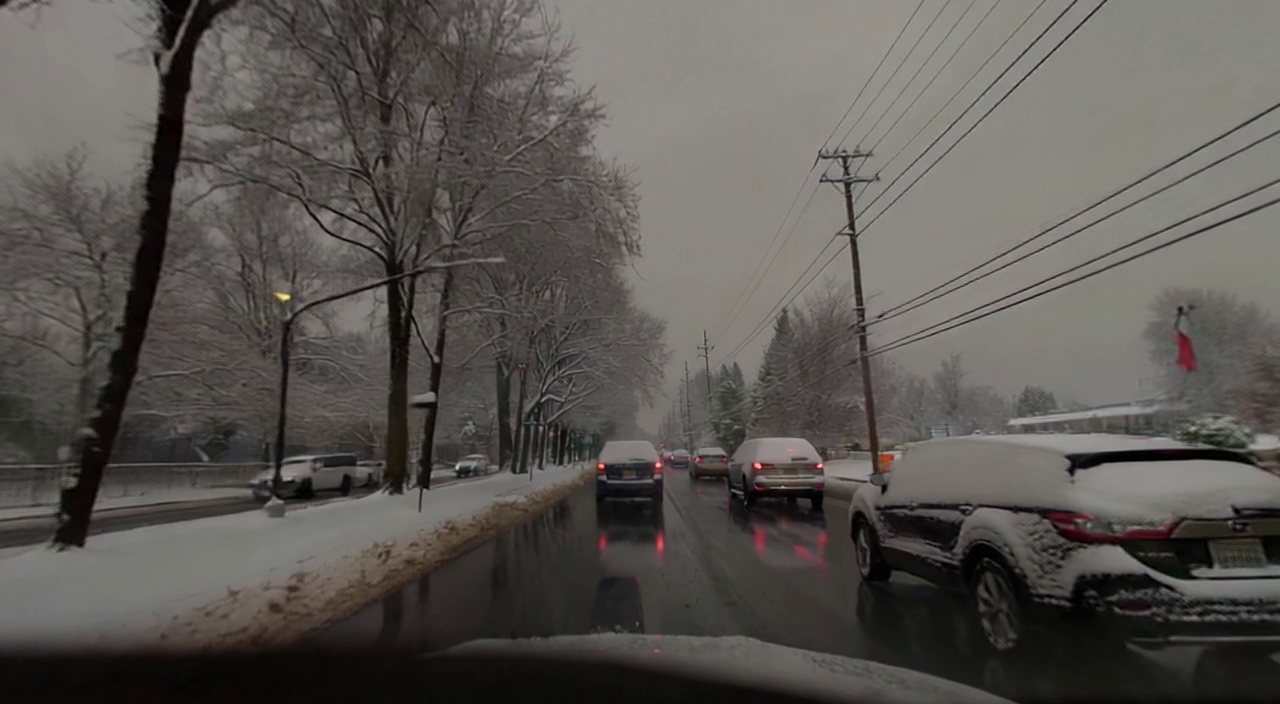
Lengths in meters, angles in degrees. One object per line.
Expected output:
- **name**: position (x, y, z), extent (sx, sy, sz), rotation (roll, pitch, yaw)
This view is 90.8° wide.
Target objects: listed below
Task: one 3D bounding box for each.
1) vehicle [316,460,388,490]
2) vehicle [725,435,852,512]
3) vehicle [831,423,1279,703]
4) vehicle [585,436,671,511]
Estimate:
- **vehicle**: position (-16.306, 6.996, 36.097), extent (1.973, 1.457, 4.564), rotation (-1, -8, 0)
- **vehicle**: position (3.763, 3.160, 17.016), extent (2.116, 1.726, 4.672), rotation (0, -8, -2)
- **vehicle**: position (3.423, 1.443, 5.589), extent (1.977, 1.460, 4.565), rotation (0, -8, -1)
- **vehicle**: position (-0.316, 3.194, 17.103), extent (2.050, 1.745, 3.915), rotation (-1, -8, 0)
